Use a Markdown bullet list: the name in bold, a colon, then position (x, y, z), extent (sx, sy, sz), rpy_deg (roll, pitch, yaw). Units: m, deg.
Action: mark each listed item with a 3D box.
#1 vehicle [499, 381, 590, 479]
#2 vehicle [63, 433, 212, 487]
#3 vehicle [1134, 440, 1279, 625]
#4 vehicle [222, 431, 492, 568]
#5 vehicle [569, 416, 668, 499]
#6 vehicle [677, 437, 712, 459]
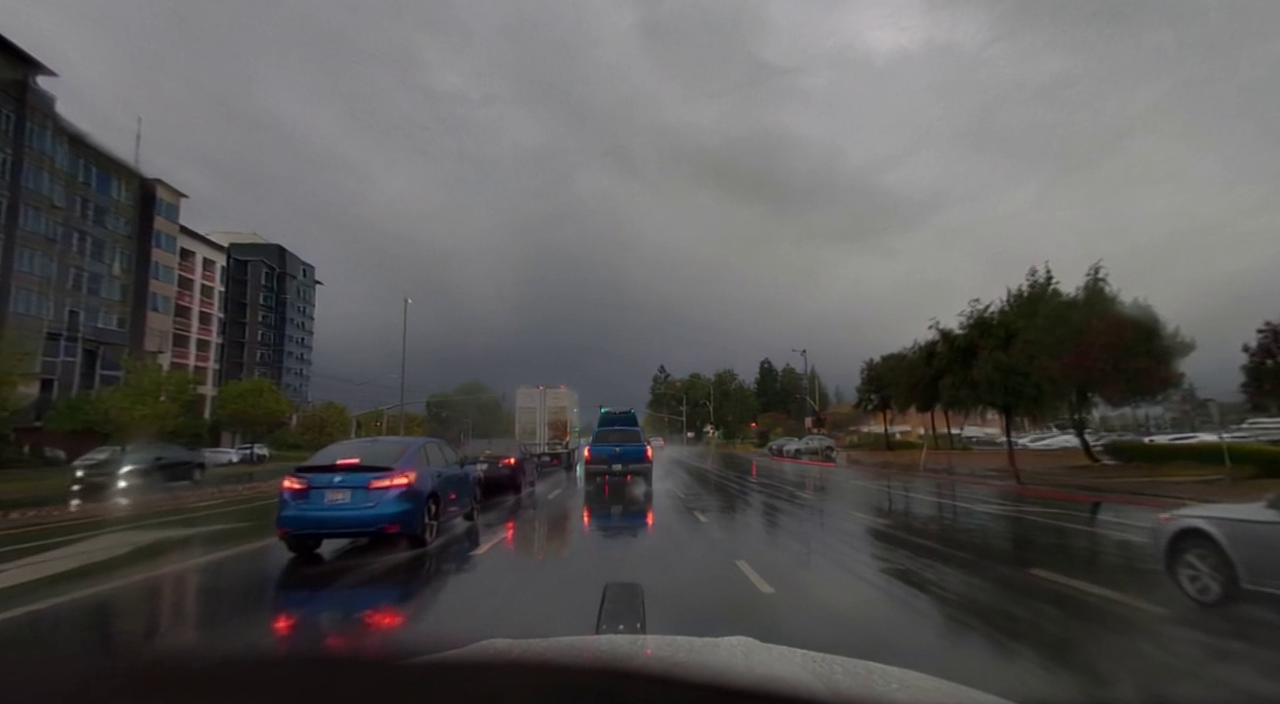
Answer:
- **vehicle**: position (-4.192, 3.945, 30.993), extent (2.918, 3.741, 13.683), rpy_deg (0, -8, -2)
- **vehicle**: position (-19.014, 4.069, 24.244), extent (2.089, 1.861, 4.615), rpy_deg (0, -8, -4)
- **vehicle**: position (6.037, 1.249, 3.835), extent (2.077, 1.424, 4.869), rpy_deg (0, -8, -1)
- **vehicle**: position (-3.569, 1.905, 9.029), extent (1.904, 1.460, 4.300), rpy_deg (0, -8, -1)
- **vehicle**: position (-0.567, 2.734, 16.764), extent (2.260, 1.872, 4.578), rpy_deg (0, -8, -2)
- **vehicle**: position (3.955, 7.052, 46.556), extent (1.967, 1.480, 4.286), rpy_deg (1, -8, -4)
